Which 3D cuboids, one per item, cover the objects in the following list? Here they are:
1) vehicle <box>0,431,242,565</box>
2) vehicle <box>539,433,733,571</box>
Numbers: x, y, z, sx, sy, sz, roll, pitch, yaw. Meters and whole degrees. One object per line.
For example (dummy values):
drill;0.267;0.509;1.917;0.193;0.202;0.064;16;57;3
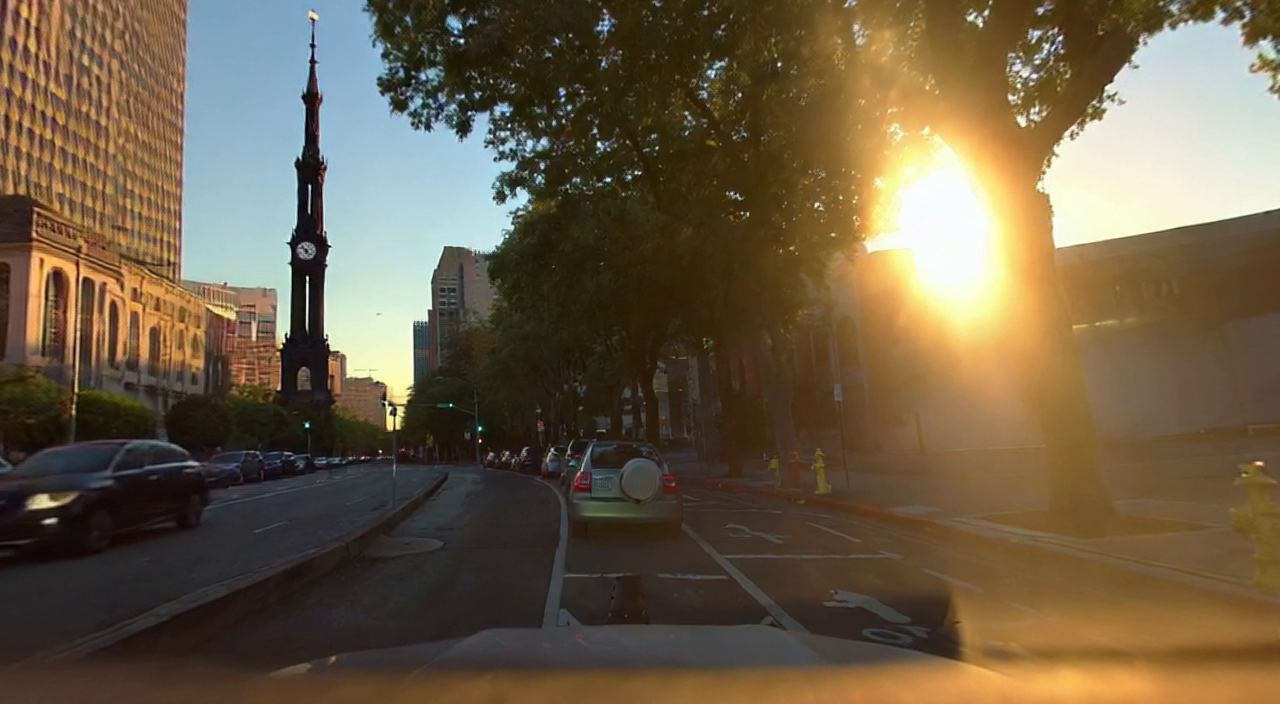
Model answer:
vehicle;-8.913;2.213;10.359;2.179;1.698;4.549;1;-8;-7
vehicle;-0.233;1.942;9.019;2.142;1.475;4.051;1;-8;-6
